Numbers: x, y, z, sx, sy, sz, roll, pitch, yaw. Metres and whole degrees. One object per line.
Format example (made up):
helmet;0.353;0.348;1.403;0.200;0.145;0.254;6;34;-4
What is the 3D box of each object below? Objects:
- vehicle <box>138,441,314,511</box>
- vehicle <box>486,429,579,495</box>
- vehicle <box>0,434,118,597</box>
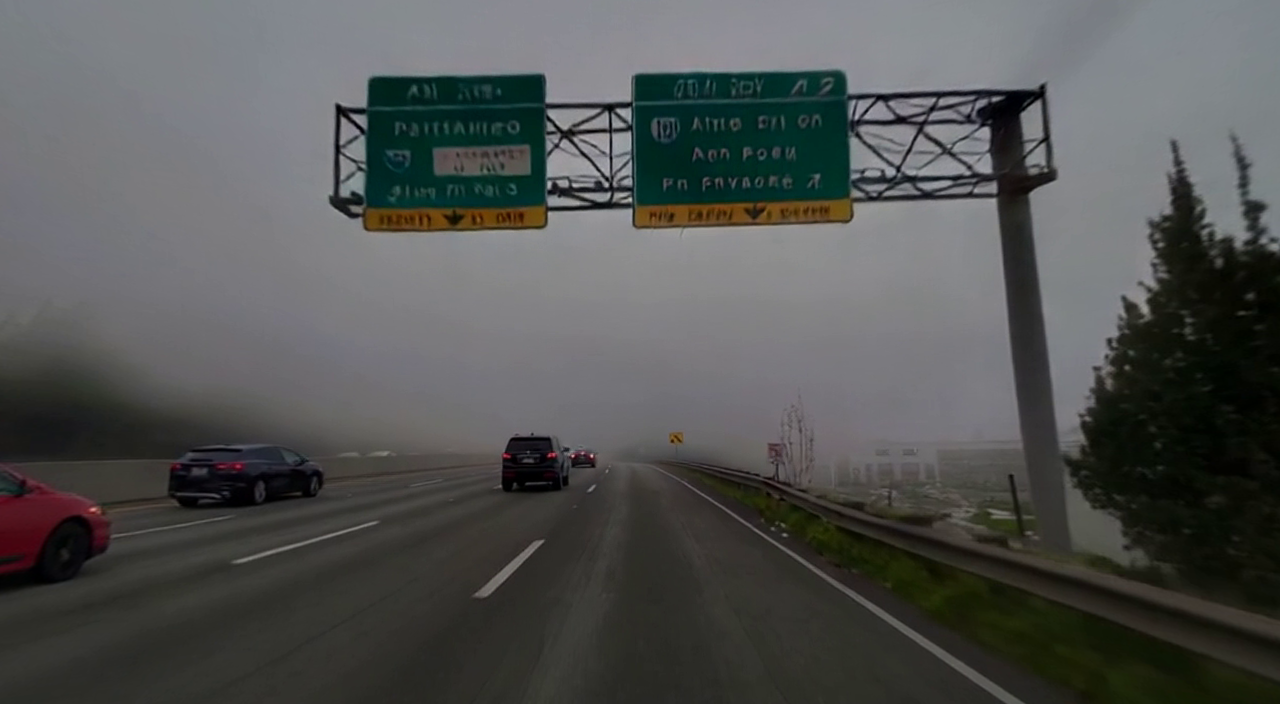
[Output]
vehicle;-11.124;3.318;17.440;1.919;1.665;4.394;0;-8;-1
vehicle;-3.540;3.755;22.008;2.301;1.985;5.247;0;-8;0
vehicle;-6.901;1.474;5.477;1.796;1.509;3.393;0;-8;0
